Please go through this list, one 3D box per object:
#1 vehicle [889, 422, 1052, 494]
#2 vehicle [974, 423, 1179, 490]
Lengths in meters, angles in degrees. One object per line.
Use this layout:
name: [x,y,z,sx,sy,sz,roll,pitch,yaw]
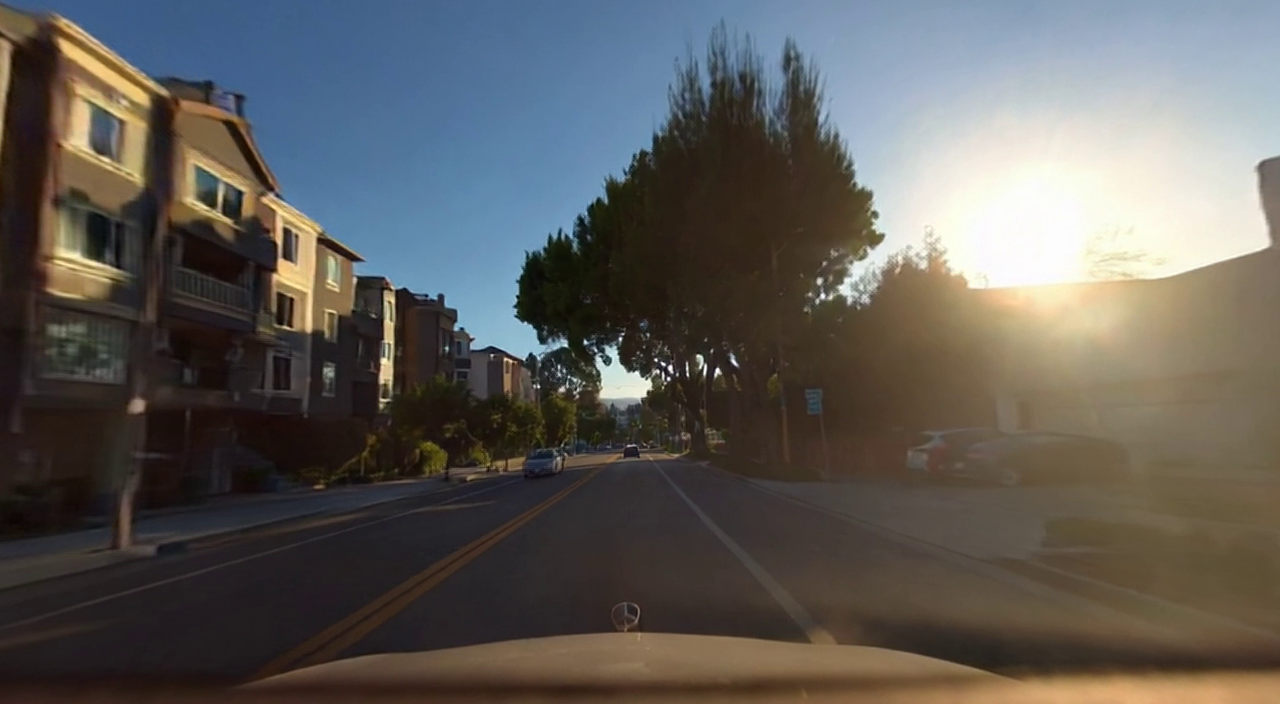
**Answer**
vehicle: [9.230,3.026,18.258,2.121,1.785,4.693,0,-9,0]
vehicle: [12.031,2.943,17.991,2.181,1.530,4.867,-2,-9,-3]
